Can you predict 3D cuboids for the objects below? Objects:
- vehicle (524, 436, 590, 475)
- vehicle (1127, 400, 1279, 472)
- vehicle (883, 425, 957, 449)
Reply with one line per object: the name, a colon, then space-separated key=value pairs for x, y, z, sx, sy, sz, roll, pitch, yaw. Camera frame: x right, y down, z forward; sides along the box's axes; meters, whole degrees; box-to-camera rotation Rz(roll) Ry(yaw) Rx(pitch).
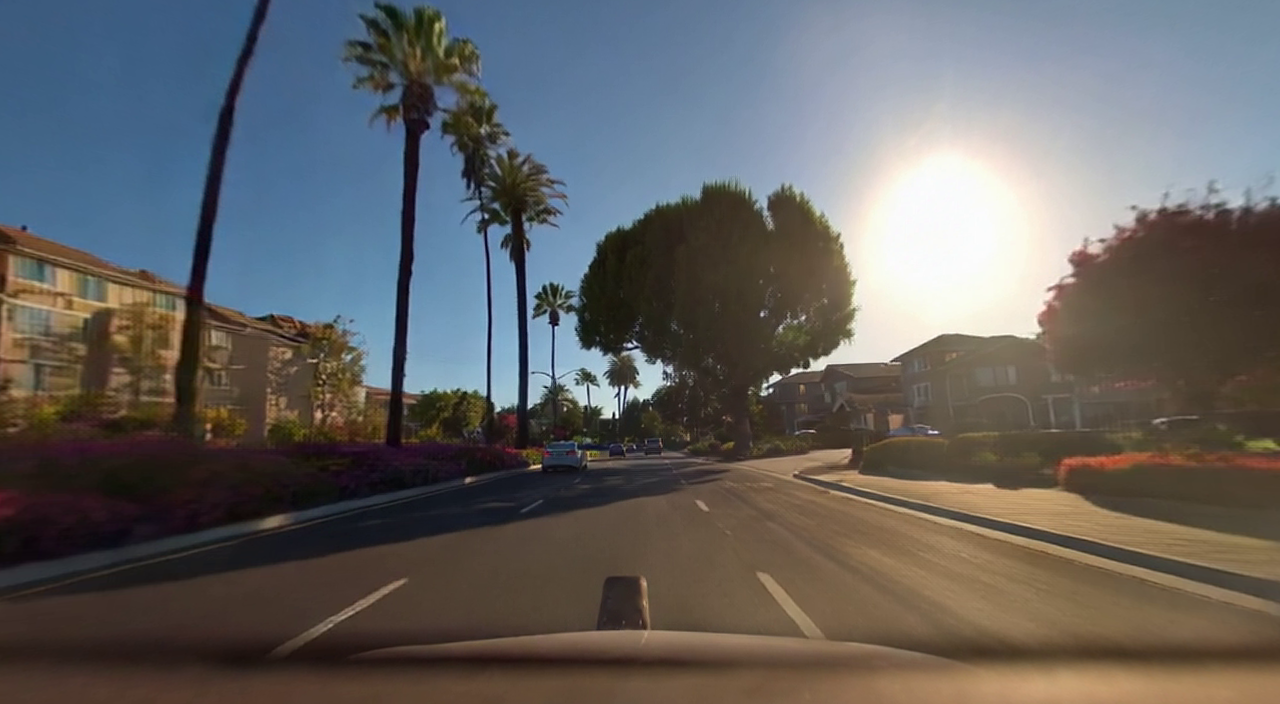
vehicle: x=-3.410 y=4.371 z=26.704 sx=2.036 sy=1.478 sz=4.508 roll=-1 pitch=-8 yaw=2
vehicle: x=20.221 y=2.808 z=21.472 sx=2.624 sy=2.088 sz=5.064 roll=-3 pitch=-7 yaw=-6
vehicle: x=20.004 y=6.105 z=45.023 sx=4.364 sy=1.609 sz=1.917 roll=-1 pitch=-8 yaw=7
